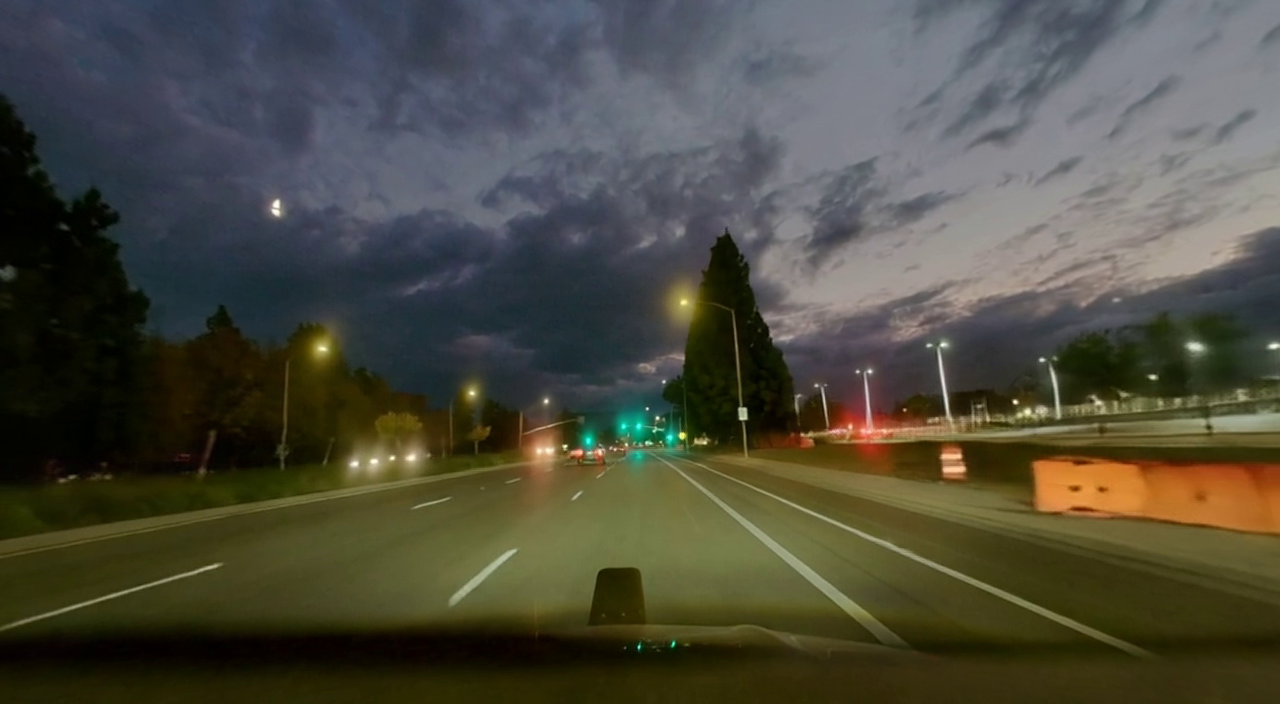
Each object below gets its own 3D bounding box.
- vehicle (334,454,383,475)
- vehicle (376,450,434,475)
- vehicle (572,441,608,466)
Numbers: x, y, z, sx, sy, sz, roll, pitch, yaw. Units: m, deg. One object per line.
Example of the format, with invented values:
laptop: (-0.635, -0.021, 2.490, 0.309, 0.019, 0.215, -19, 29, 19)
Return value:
vehicle: (-21.791, 8.725, 49.080, 1.817, 1.447, 4.369, -1, -9, 1)
vehicle: (-15.309, 7.171, 41.386, 1.882, 1.472, 4.796, -1, -9, 1)
vehicle: (-3.444, 7.056, 44.009, 2.121, 1.654, 3.993, 0, -9, 1)
